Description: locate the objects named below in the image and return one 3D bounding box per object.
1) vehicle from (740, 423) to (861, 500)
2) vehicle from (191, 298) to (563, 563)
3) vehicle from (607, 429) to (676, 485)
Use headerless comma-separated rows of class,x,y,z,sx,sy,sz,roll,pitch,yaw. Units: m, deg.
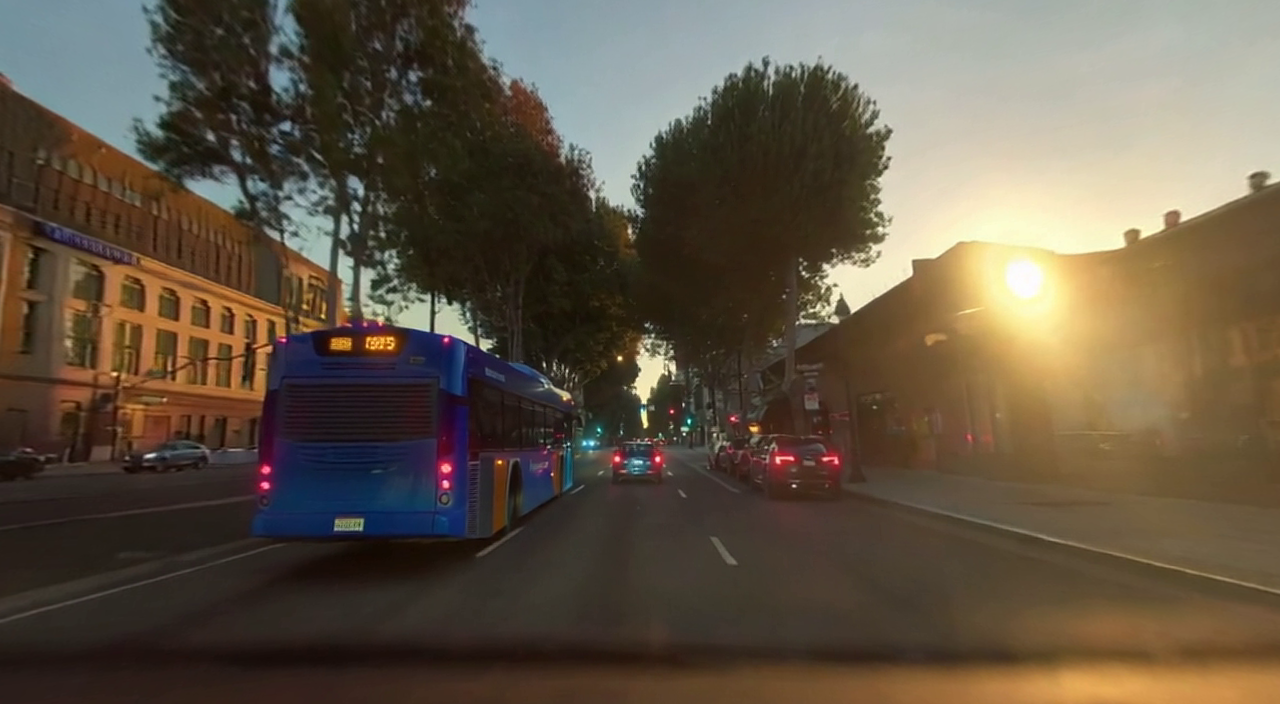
vehicle,4.095,2.896,16.999,2.138,1.787,4.522,0,-9,1
vehicle,-3.338,1.465,11.148,2.920,2.884,8.588,0,-9,-1
vehicle,0.070,3.547,21.548,2.120,1.727,3.917,0,-9,1
